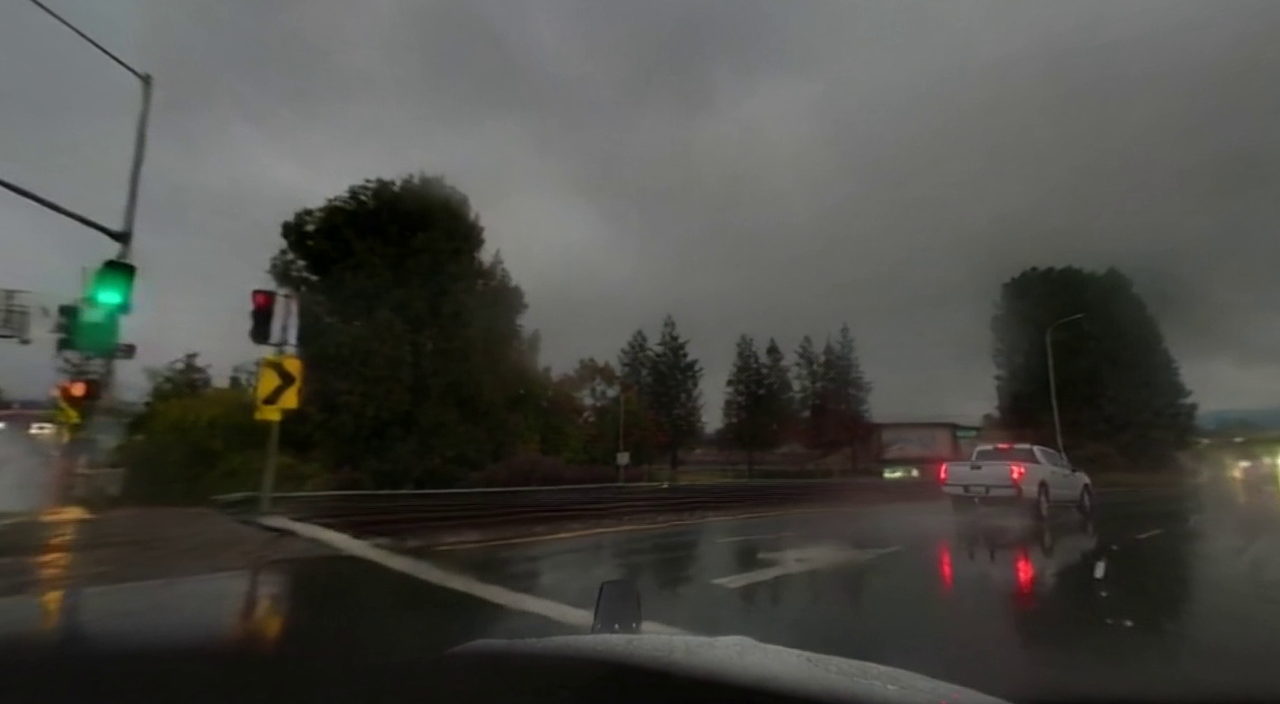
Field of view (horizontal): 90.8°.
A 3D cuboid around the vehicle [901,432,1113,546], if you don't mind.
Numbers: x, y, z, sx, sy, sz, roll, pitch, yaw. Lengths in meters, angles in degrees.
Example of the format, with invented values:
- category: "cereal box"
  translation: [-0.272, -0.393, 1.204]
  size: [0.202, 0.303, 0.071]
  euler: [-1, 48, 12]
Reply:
- category: "vehicle"
  translation: [8.002, 2.760, 13.533]
  size: [5.251, 1.926, 2.404]
  euler: [8, -12, -43]
